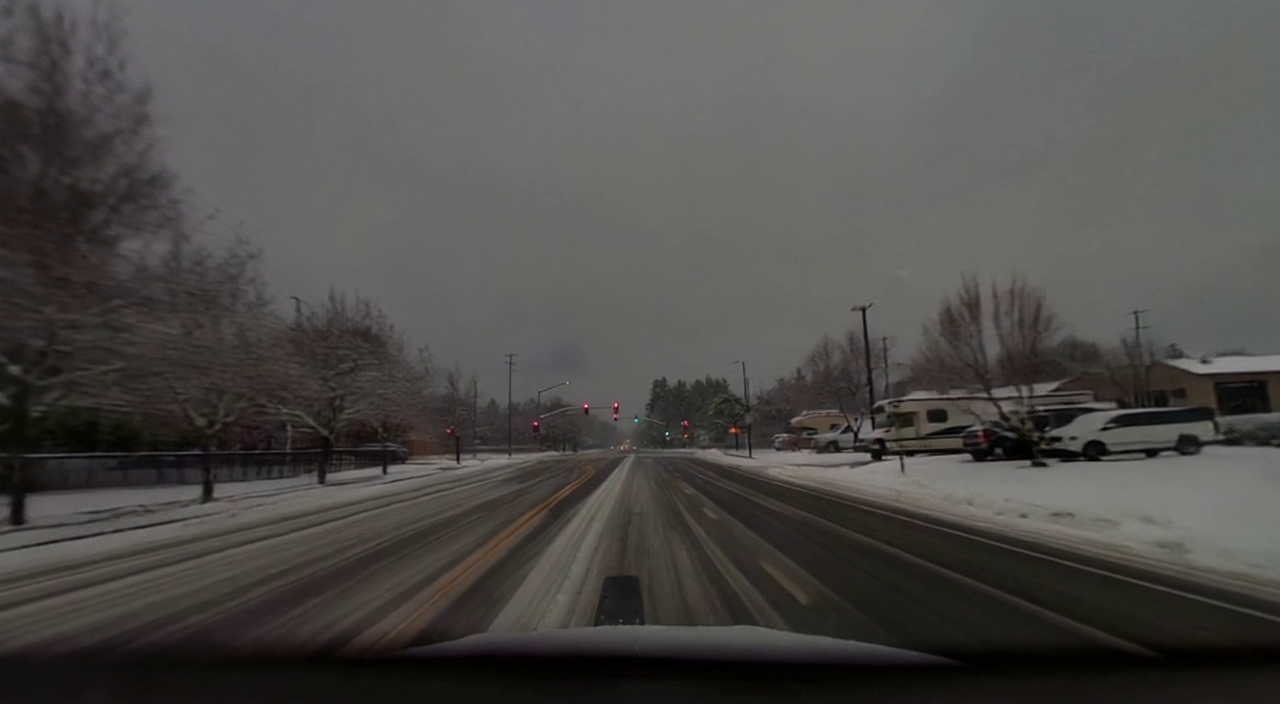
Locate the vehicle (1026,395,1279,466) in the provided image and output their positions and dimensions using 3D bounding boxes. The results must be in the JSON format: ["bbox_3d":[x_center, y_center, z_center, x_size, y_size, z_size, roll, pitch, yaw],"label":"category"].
[{"bbox_3d":[15.537,2.427,19.305,5.979,2.037,2.159,0,-9,0],"label":"vehicle"}]
